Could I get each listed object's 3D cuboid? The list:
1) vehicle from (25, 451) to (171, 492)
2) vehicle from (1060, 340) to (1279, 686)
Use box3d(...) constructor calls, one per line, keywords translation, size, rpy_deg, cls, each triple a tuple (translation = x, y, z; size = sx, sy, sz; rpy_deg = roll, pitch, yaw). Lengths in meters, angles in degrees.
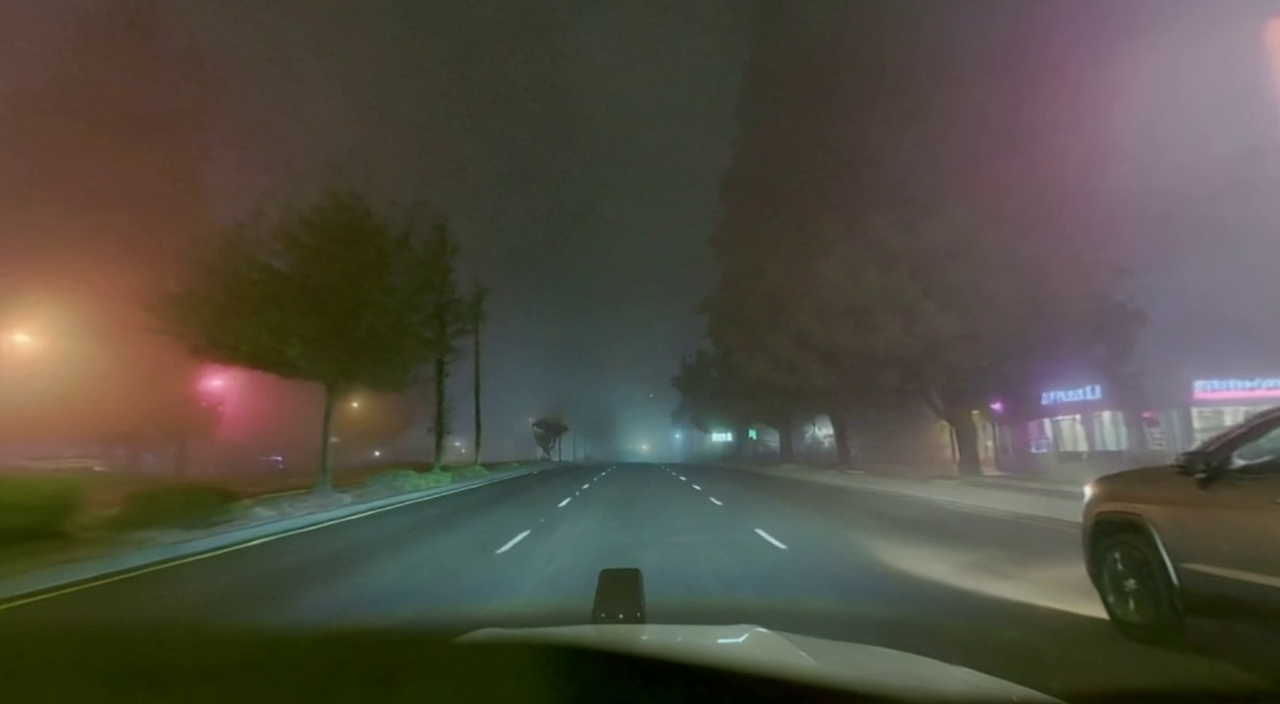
box3d(translation=(-22.581, 4.964, 26.650), size=(1.864, 1.510, 4.664), rpy_deg=(-1, -8, 3), cls="vehicle")
box3d(translation=(4.747, 0.802, 2.805), size=(2.185, 1.956, 5.128), rpy_deg=(0, -8, 0), cls="vehicle")
